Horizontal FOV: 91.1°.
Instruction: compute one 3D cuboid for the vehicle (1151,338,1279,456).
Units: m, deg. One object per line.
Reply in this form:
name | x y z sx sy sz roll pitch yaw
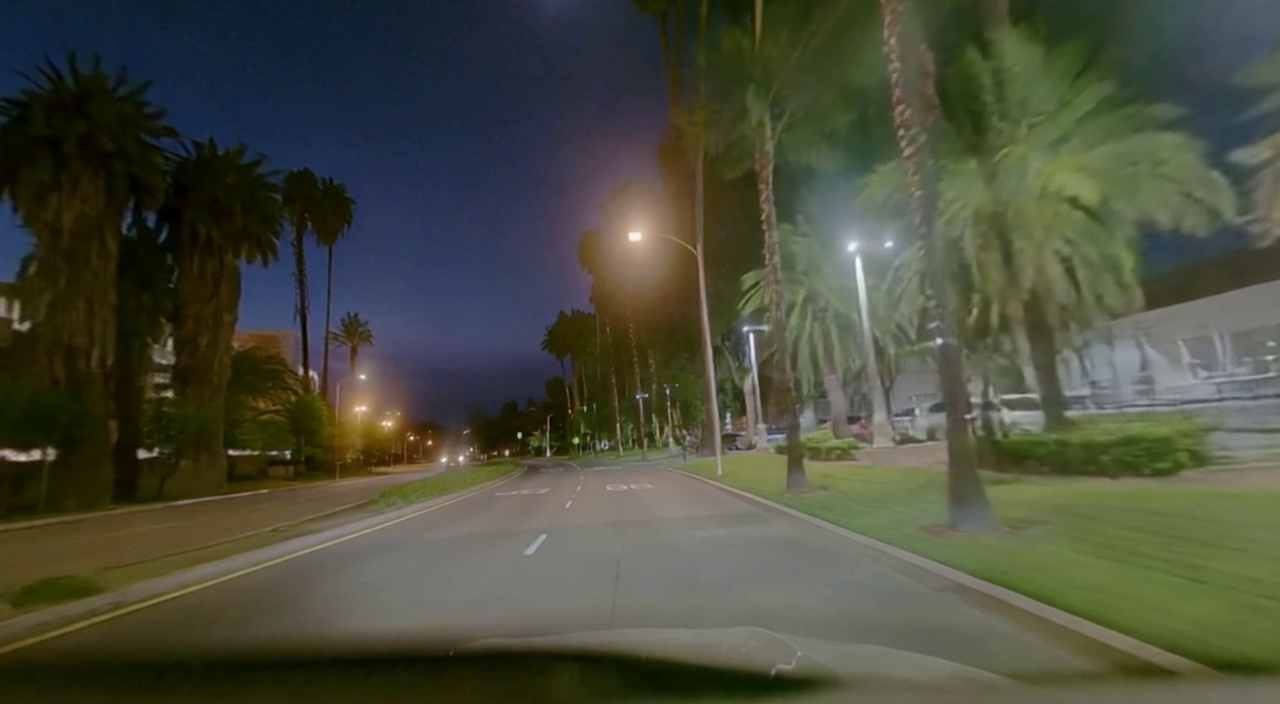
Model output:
vehicle | 11.138 0.548 9.922 3.942 1.660 2.263 -7 -8 2
